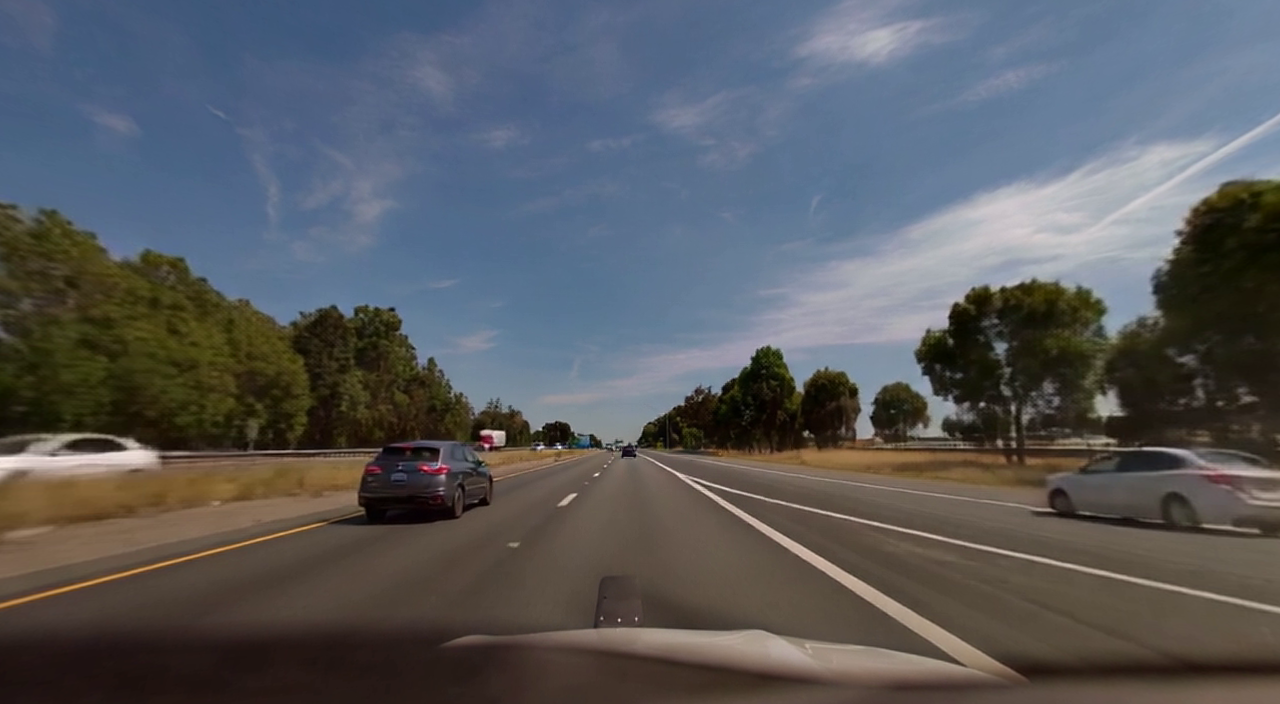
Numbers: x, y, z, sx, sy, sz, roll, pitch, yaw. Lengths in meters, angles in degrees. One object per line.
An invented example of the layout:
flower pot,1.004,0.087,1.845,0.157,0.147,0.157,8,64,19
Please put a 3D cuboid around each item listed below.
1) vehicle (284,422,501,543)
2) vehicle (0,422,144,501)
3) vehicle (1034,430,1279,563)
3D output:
vehicle,-4.078,2.224,11.359,2.111,1.717,4.426,0,-9,0
vehicle,-13.193,2.299,13.314,1.870,1.489,4.309,0,-9,-1
vehicle,8.381,1.906,8.735,2.117,1.558,4.736,2,-9,-12
